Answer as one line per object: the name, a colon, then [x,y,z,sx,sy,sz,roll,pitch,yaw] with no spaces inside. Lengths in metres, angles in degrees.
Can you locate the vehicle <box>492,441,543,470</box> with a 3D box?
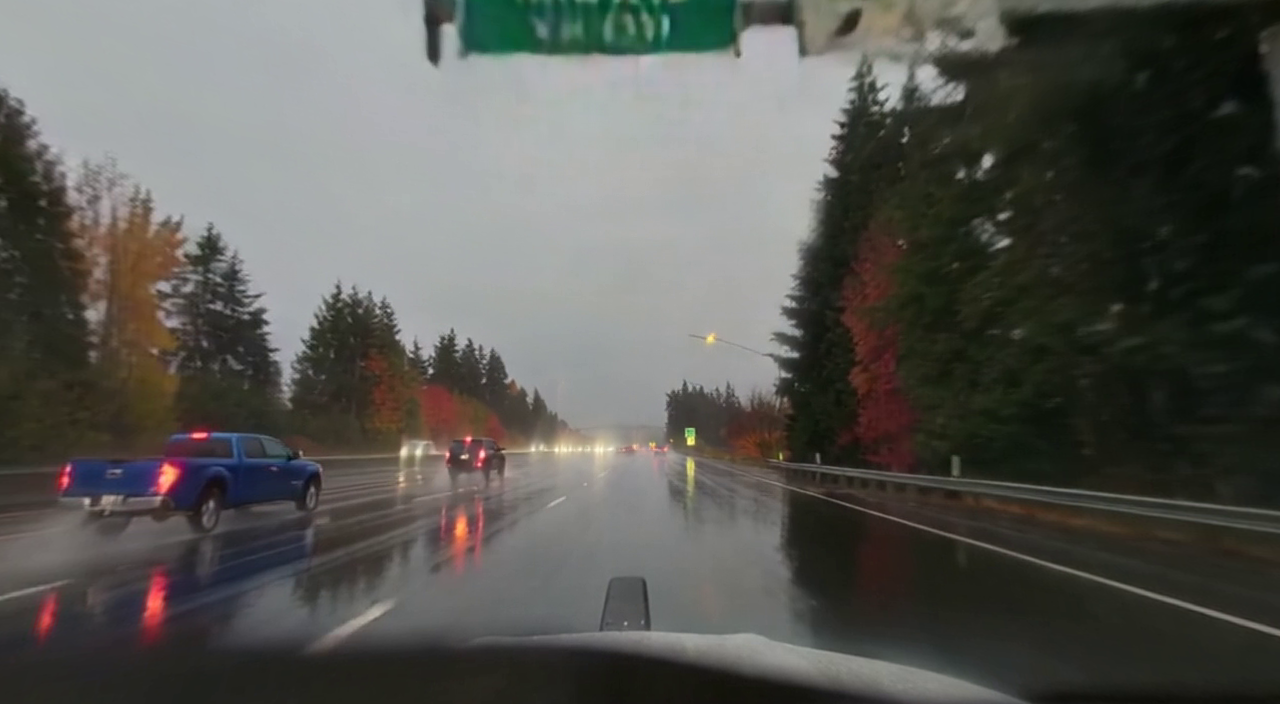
vehicle: [-6.717,5.720,34.988,1.919,1.499,4.234,0,-8,1]

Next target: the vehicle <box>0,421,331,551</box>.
vehicle: [-7.160,1.984,10.101,1.965,1.567,4.686,0,-8,1]

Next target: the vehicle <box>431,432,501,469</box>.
vehicle: [-10.293,5.891,37.906,2.347,1.984,5.778,0,-8,2]
